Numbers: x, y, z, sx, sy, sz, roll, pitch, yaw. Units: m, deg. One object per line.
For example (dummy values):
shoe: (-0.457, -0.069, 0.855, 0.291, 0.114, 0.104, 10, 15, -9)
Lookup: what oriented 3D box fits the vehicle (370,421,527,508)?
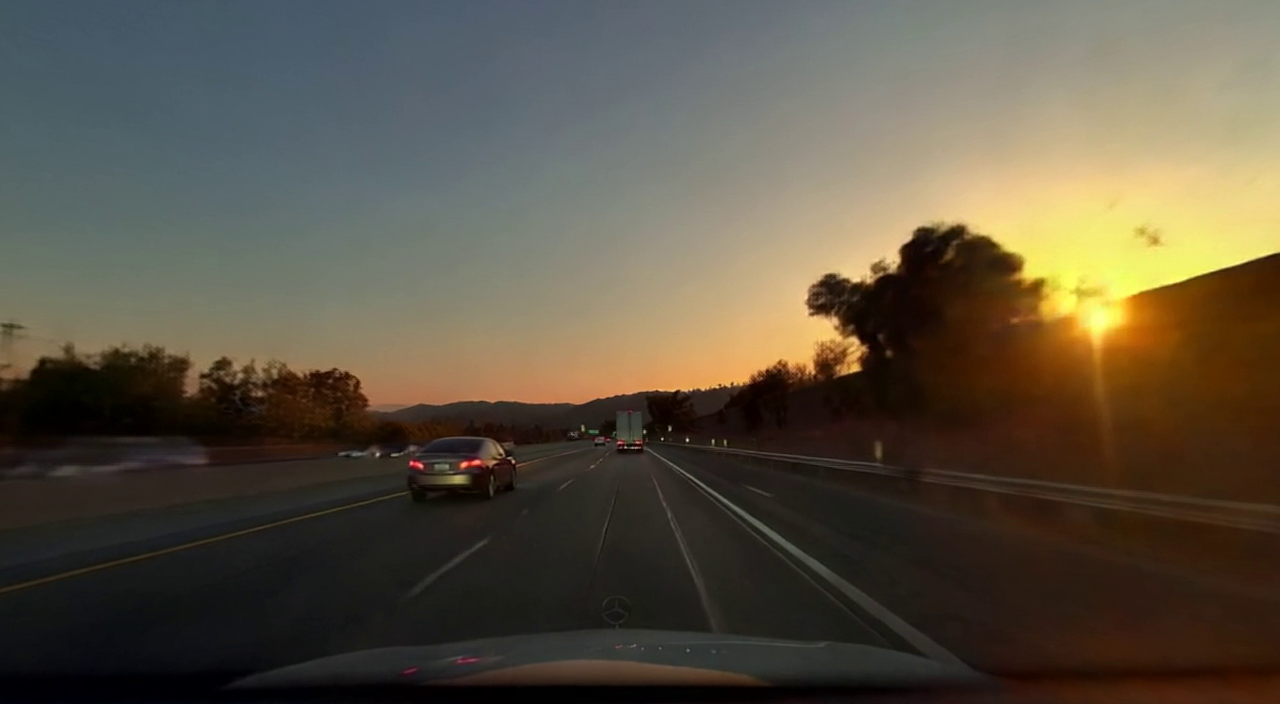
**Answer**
vehicle: (-4.099, 2.475, 14.480, 2.123, 1.655, 4.688, 0, -8, 0)
